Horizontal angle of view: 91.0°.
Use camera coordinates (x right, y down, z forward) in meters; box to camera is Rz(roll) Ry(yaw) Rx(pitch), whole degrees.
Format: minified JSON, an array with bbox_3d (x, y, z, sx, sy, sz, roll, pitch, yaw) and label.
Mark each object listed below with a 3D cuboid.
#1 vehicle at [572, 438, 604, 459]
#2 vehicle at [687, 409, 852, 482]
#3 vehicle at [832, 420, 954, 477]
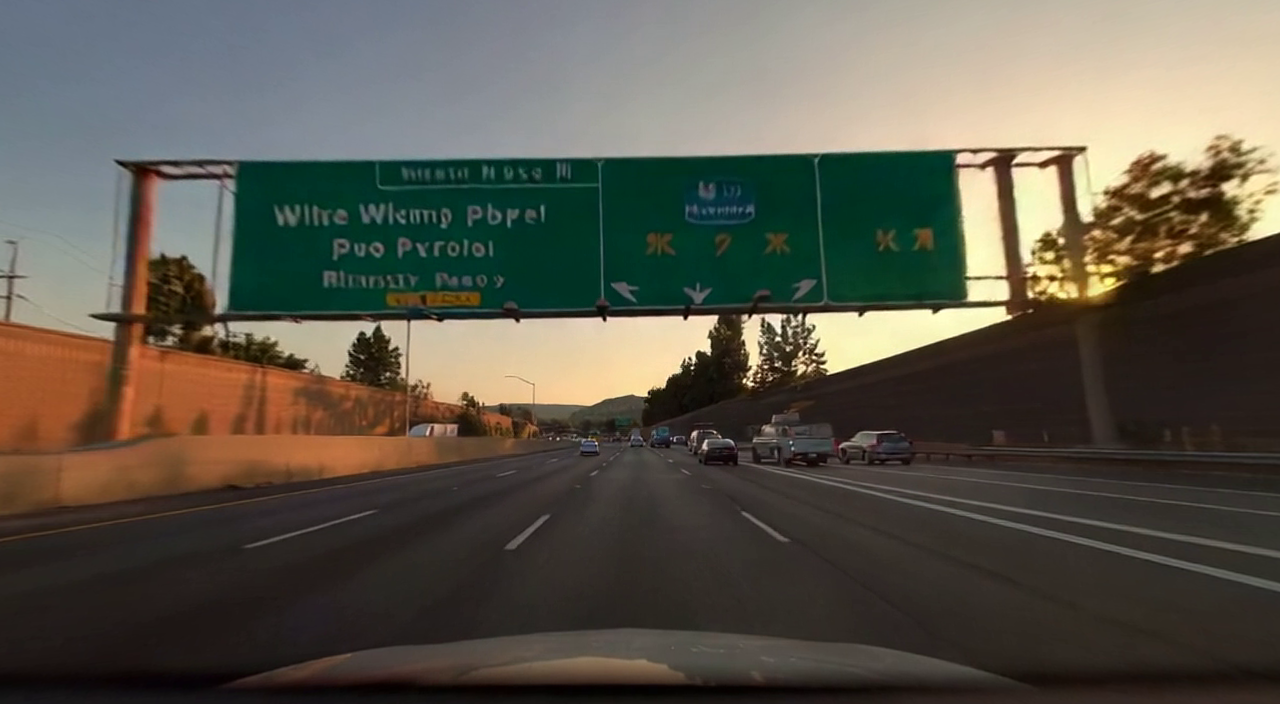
[{"bbox_3d":[-3.869,7.297,47.569,2.066,1.500,4.415,0,-8,0],"label":"vehicle"},{"bbox_3d":[4.089,3.613,24.360,3.042,2.004,14.051,0,-8,-2],"label":"vehicle"},{"bbox_3d":[9.328,3.646,23.877,2.184,1.873,5.466,0,-8,-2],"label":"vehicle"}]
